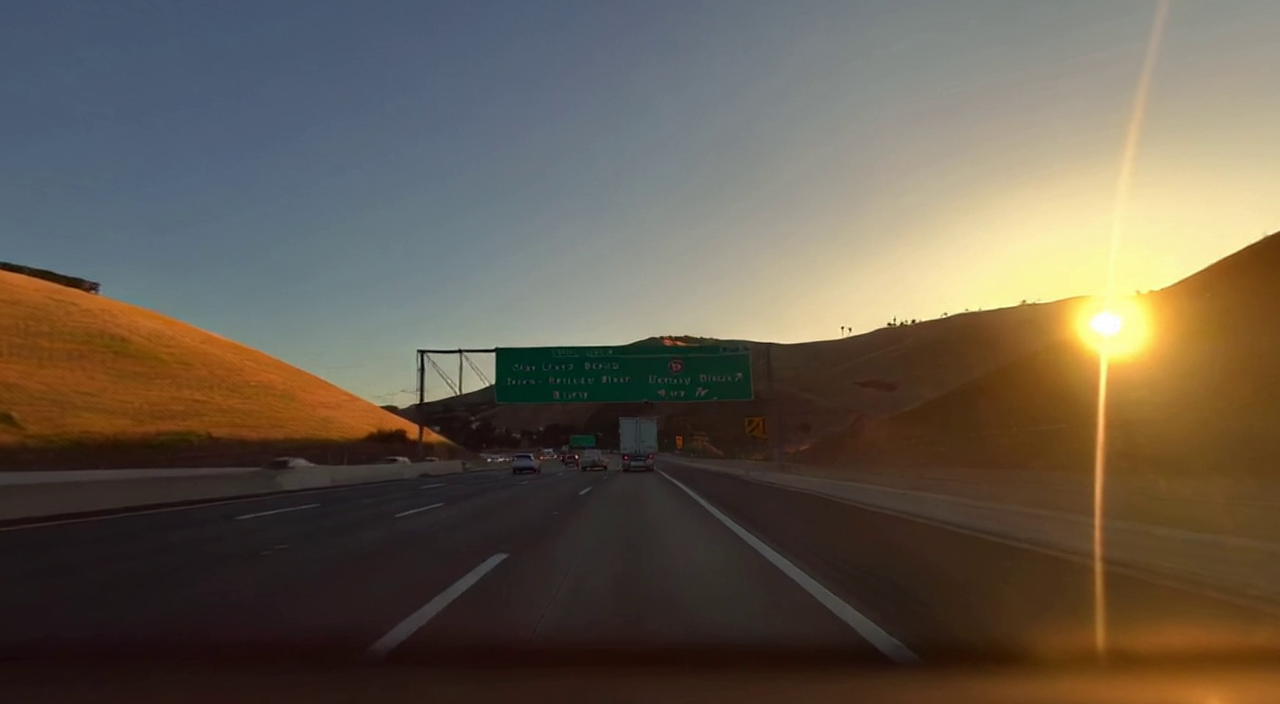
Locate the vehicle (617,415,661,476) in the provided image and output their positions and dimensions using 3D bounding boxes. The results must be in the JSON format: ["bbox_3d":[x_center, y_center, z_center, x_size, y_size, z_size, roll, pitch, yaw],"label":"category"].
[{"bbox_3d":[-0.010,7.432,49.742,3.039,4.131,11.822,-1,-9,1],"label":"vehicle"}]

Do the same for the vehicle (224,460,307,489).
[{"bbox_3d":[-21.917,7.173,37.097,1.943,1.506,4.682,-1,-9,1],"label":"vehicle"}]

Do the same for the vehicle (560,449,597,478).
[{"bbox_3d":[-4.064,7.390,42.044,2.053,1.746,4.508,-1,-9,0],"label":"vehicle"}]
